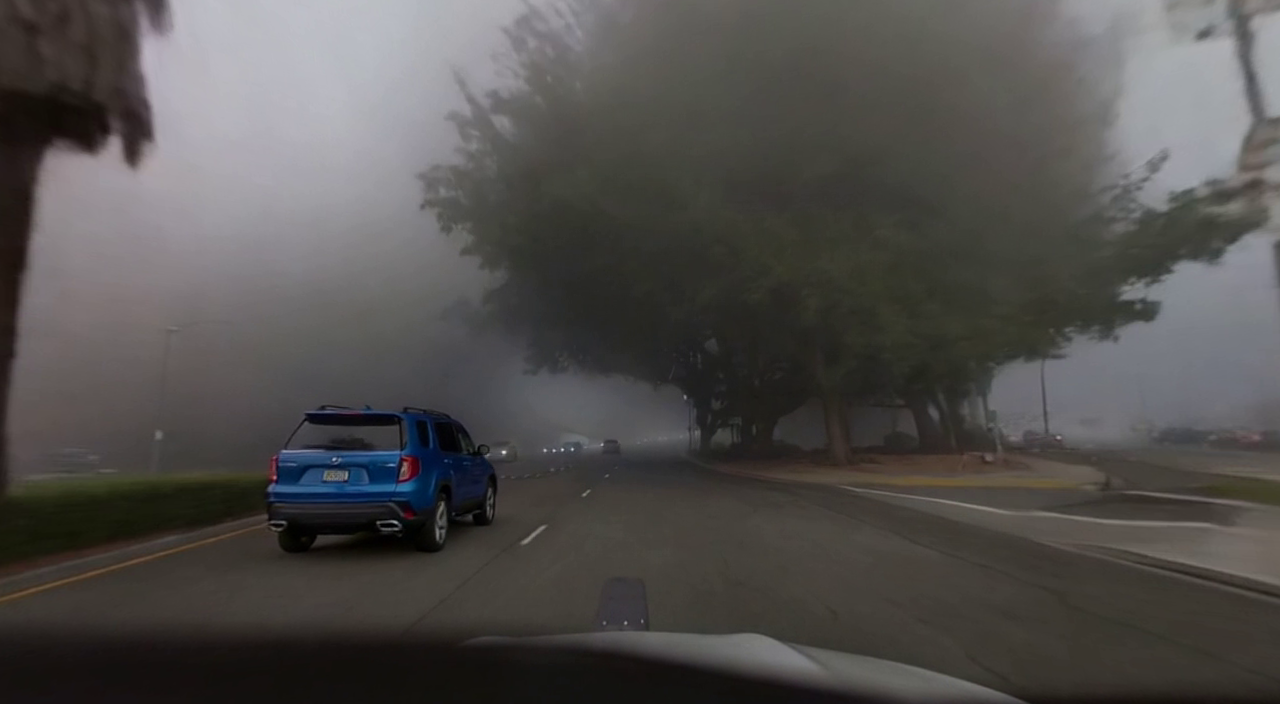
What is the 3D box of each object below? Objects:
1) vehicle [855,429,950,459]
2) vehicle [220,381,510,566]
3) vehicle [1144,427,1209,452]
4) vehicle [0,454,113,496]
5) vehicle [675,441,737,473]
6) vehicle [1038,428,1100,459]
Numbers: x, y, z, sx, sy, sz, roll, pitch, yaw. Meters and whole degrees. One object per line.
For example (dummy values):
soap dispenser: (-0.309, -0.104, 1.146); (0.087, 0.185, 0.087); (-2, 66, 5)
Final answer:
vehicle: (15.352, 5.412, 36.997); (4.705, 1.630, 1.887); (-8, -11, 41)
vehicle: (-3.449, 1.644, 9.162); (2.152, 1.987, 4.527); (0, -9, 0)
vehicle: (36.774, 6.010, 43.336); (1.982, 1.611, 4.314); (-4, -9, 21)
vehicle: (-25.586, 5.228, 26.980); (4.238, 1.584, 1.949); (3, -9, -28)
vehicle: (3.256, 5.283, 31.952); (1.919, 1.472, 4.470); (1, -9, -10)
vehicle: (26.831, 5.762, 39.555); (1.993, 1.806, 4.813); (-3, -9, 20)
